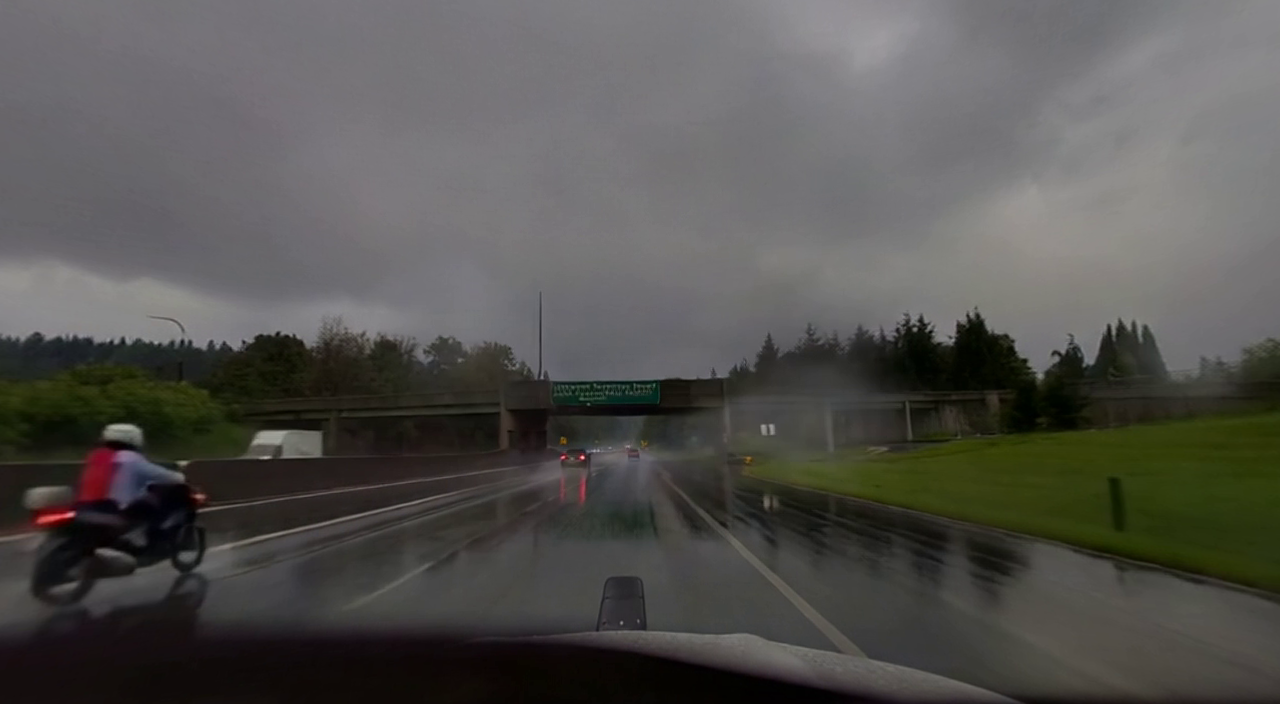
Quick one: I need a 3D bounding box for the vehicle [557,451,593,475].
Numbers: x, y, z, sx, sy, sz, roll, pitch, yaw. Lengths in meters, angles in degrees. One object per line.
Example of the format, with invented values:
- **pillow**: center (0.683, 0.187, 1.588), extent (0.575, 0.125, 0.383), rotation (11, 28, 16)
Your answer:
- **vehicle**: center (-4.212, 7.246, 41.449), extent (1.992, 1.504, 4.117), rotation (0, -9, 0)
